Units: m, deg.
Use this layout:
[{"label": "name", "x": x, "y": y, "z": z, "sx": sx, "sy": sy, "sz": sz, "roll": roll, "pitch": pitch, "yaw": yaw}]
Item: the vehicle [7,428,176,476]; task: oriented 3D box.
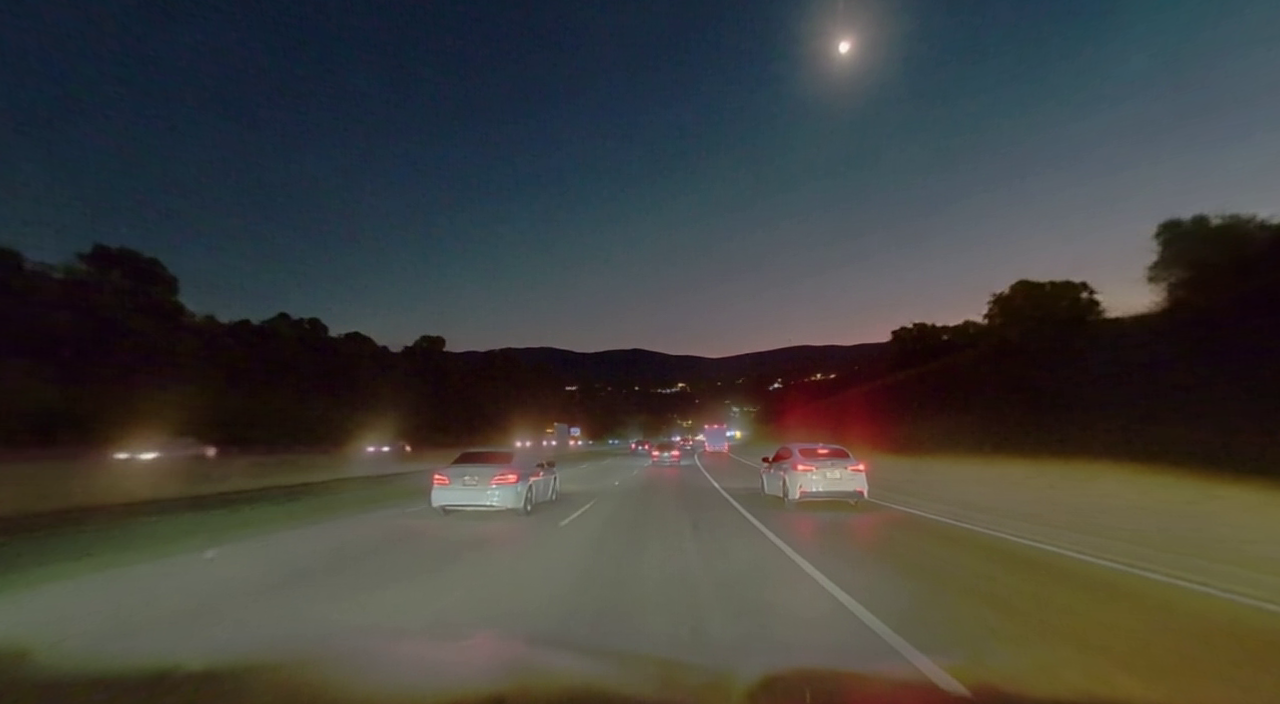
[{"label": "vehicle", "x": -21.218, "y": 3.911, "z": 24.787, "sx": 2.114, "sy": 1.678, "sz": 4.985, "roll": 0, "pitch": -8, "yaw": 1}]

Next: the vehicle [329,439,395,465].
[{"label": "vehicle", "x": -17.168, "y": 6.197, "z": 39.250, "sx": 1.870, "sy": 1.454, "sz": 4.587, "roll": -1, "pitch": -8, "yaw": 2}]

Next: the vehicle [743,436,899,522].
[{"label": "vehicle", "x": 3.489, "y": 2.529, "z": 13.137, "sx": 2.013, "sy": 1.464, "sz": 4.317, "roll": 0, "pitch": -8, "yaw": 1}]

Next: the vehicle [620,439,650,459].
[{"label": "vehicle", "x": -0.352, "y": 7.673, "z": 49.938, "sx": 2.010, "sy": 1.482, "sz": 4.230, "roll": -1, "pitch": -8, "yaw": 4}]

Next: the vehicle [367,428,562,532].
[{"label": "vehicle", "x": -2.855, "y": 2.218, "z": 11.604, "sx": 2.031, "sy": 1.491, "sz": 4.792, "roll": -1, "pitch": -8, "yaw": 2}]

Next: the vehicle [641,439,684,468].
[{"label": "vehicle", "x": 1.277, "y": 5.462, "z": 34.061, "sx": 2.202, "sy": 1.467, "sz": 3.929, "roll": -1, "pitch": -8, "yaw": 4}]
